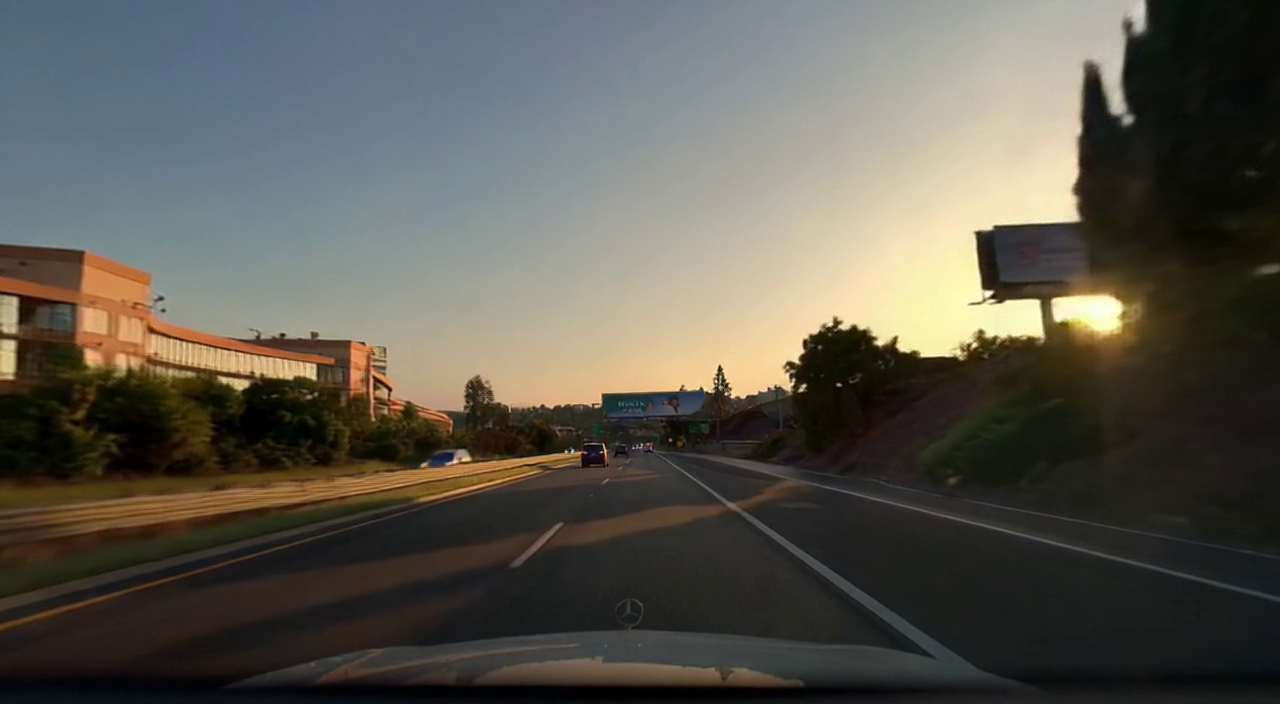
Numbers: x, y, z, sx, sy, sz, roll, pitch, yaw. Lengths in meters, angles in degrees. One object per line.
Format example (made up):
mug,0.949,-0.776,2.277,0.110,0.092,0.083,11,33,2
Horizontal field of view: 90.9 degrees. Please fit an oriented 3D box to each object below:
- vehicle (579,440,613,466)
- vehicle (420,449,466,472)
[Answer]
vehicle,-3.227,7.573,47.347,2.159,1.793,5.027,-1,-8,1
vehicle,-13.082,7.182,42.050,1.799,1.442,3.664,0,-8,1
